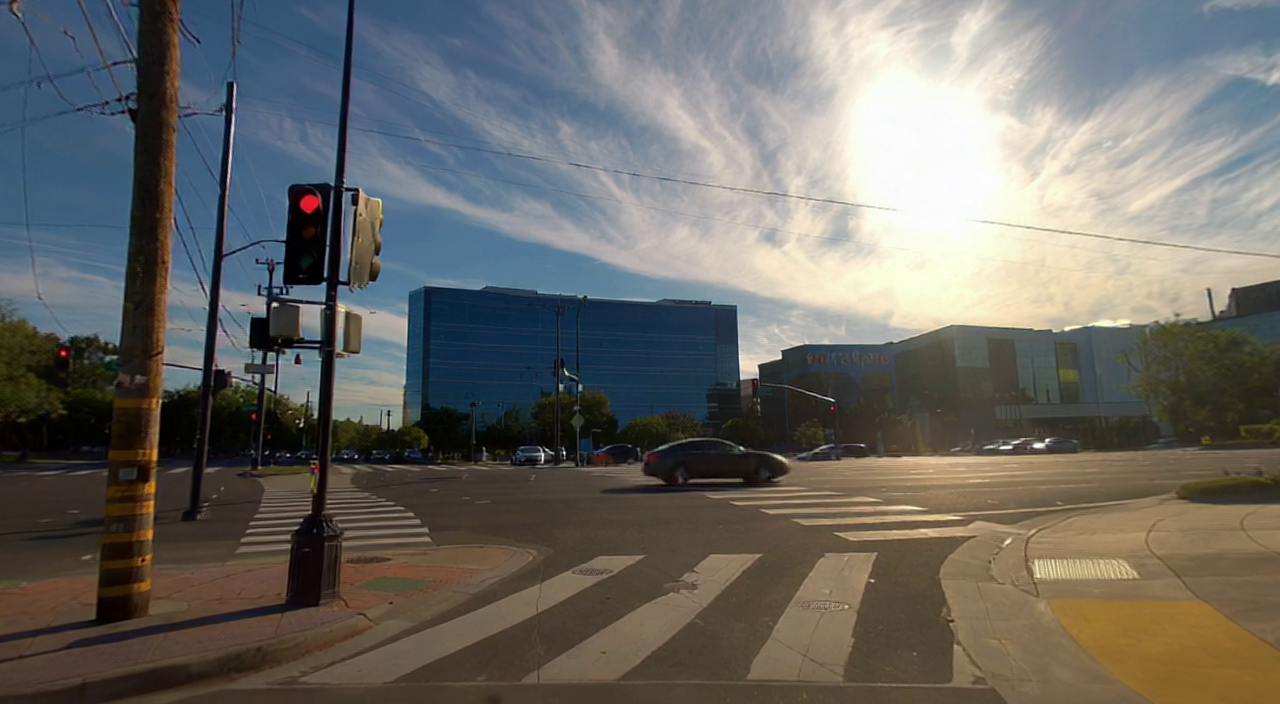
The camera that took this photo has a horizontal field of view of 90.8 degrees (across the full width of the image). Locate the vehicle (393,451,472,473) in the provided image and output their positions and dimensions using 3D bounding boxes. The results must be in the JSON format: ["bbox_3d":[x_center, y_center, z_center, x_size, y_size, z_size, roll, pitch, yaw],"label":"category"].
[{"bbox_3d":[-14.080,7.450,43.018,4.837,1.407,1.818,4,-9,-26],"label":"vehicle"}]

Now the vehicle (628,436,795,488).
[{"bbox_3d":[2.158,3.390,19.684,4.700,1.479,2.095,2,-9,-13],"label":"vehicle"}]
